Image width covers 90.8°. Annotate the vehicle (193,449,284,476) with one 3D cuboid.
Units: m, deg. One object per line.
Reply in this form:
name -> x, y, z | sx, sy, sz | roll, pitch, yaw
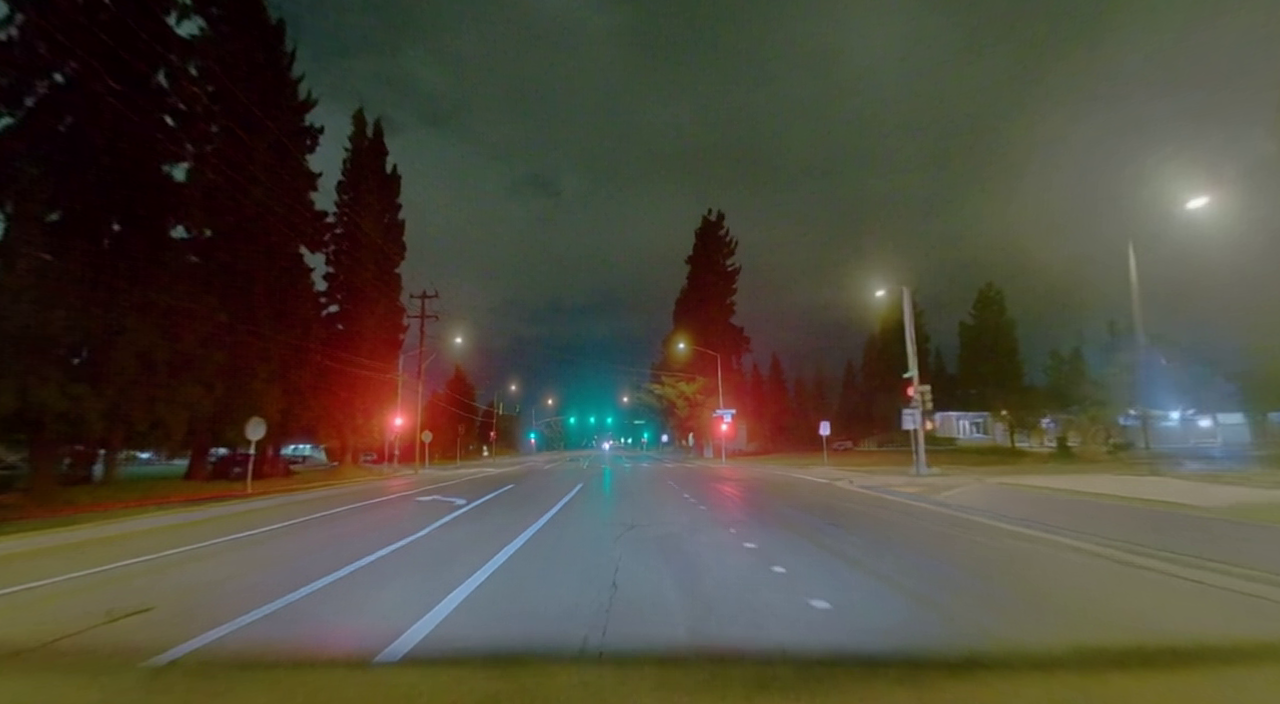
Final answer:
vehicle -> -26.675, 7.365, 42.130 | 4.577, 1.584, 2.000 | 3, -7, -8
